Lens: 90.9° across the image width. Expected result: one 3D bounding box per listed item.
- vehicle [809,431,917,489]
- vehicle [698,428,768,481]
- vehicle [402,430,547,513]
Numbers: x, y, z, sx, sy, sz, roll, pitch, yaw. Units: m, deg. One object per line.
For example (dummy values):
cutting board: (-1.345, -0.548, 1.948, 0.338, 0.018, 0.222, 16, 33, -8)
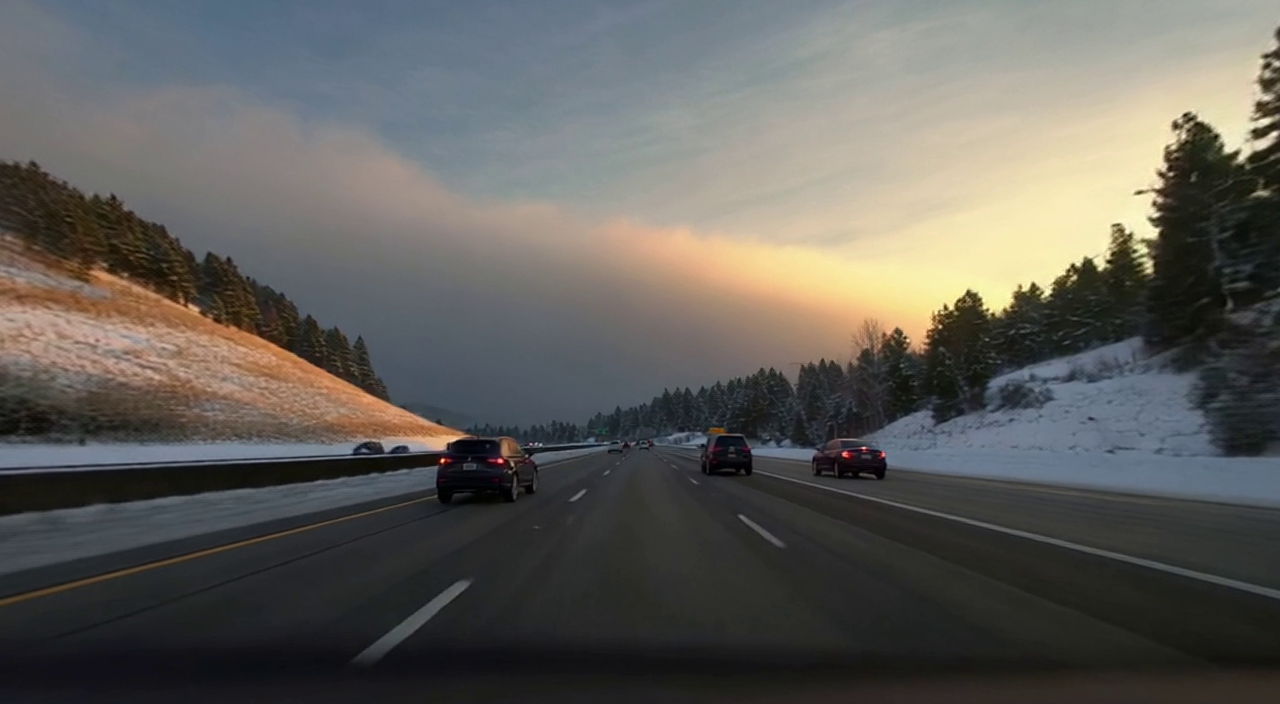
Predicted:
vehicle: (7.309, 3.577, 21.186, 1.998, 1.717, 4.338, 0, -8, 0)
vehicle: (3.669, 4.159, 25.877, 2.121, 1.925, 5.056, 0, -8, 0)
vehicle: (-3.700, 2.761, 15.078, 2.166, 1.672, 4.388, -1, -8, 1)
